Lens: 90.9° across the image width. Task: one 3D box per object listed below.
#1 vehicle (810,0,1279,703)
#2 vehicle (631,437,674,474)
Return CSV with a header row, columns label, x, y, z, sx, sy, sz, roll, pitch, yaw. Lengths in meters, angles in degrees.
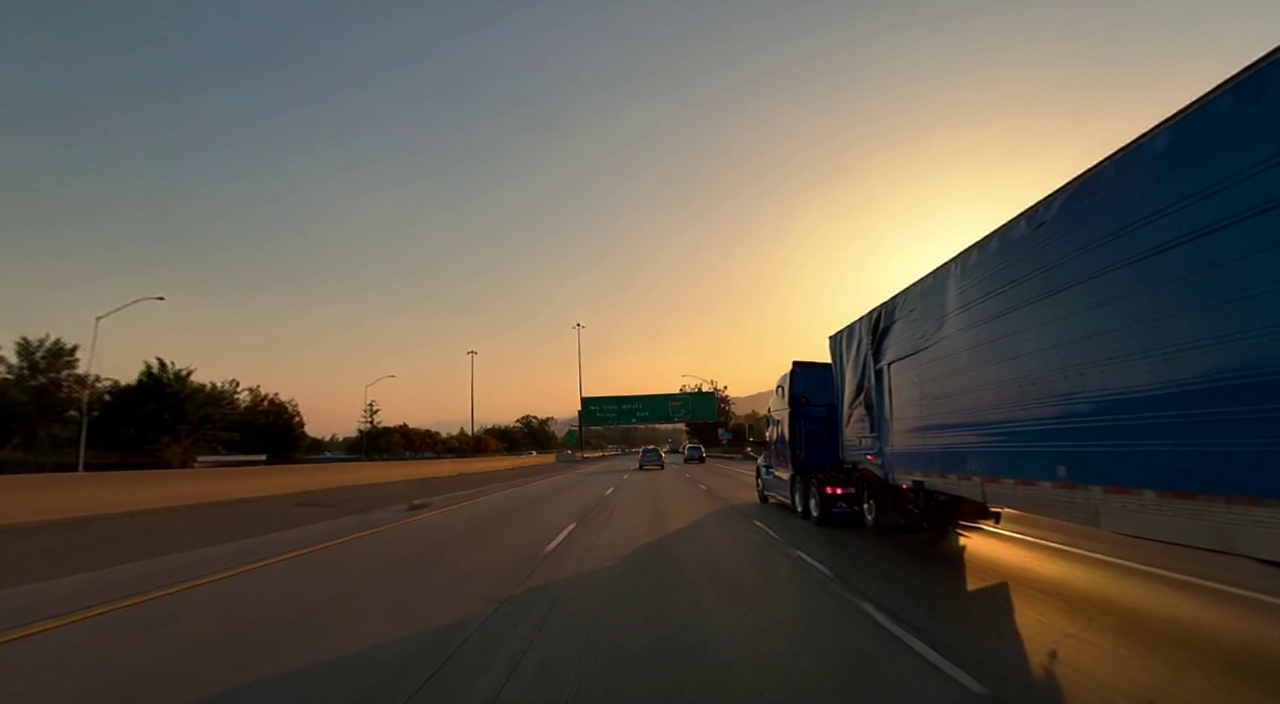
label,x,y,z,sx,sy,sz,roll,pitch,yaw
vehicle,4.124,-0.500,1.769,3.019,4.145,16.453,-1,-9,1
vehicle,0.676,5.689,34.806,2.205,1.860,4.301,-1,-9,0
